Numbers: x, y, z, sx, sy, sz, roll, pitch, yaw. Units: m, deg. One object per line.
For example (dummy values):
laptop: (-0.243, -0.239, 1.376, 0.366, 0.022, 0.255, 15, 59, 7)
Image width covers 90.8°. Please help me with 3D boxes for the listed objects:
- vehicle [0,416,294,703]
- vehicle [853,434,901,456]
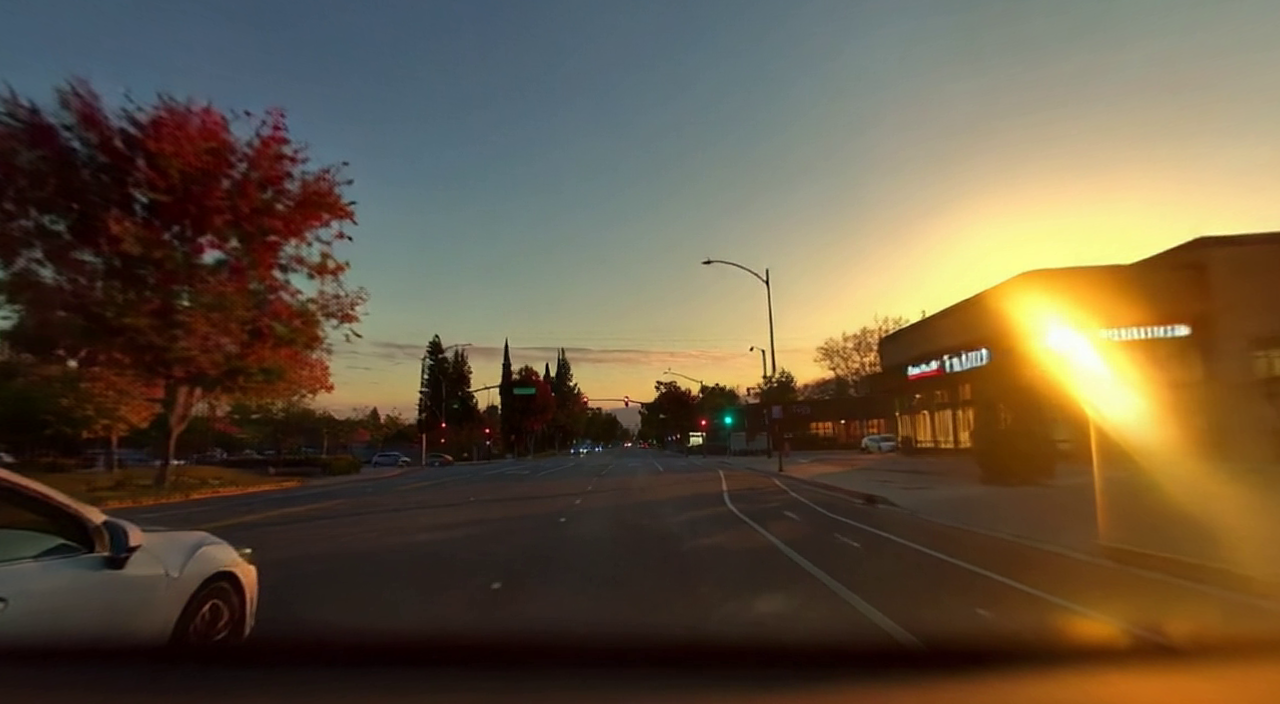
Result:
vehicle: (-3.018, 0.844, 1.437, 1.874, 1.424, 4.553, -1, -8, 0)
vehicle: (18.449, 7.288, 49.415, 1.879, 1.643, 4.484, 0, -8, -2)
